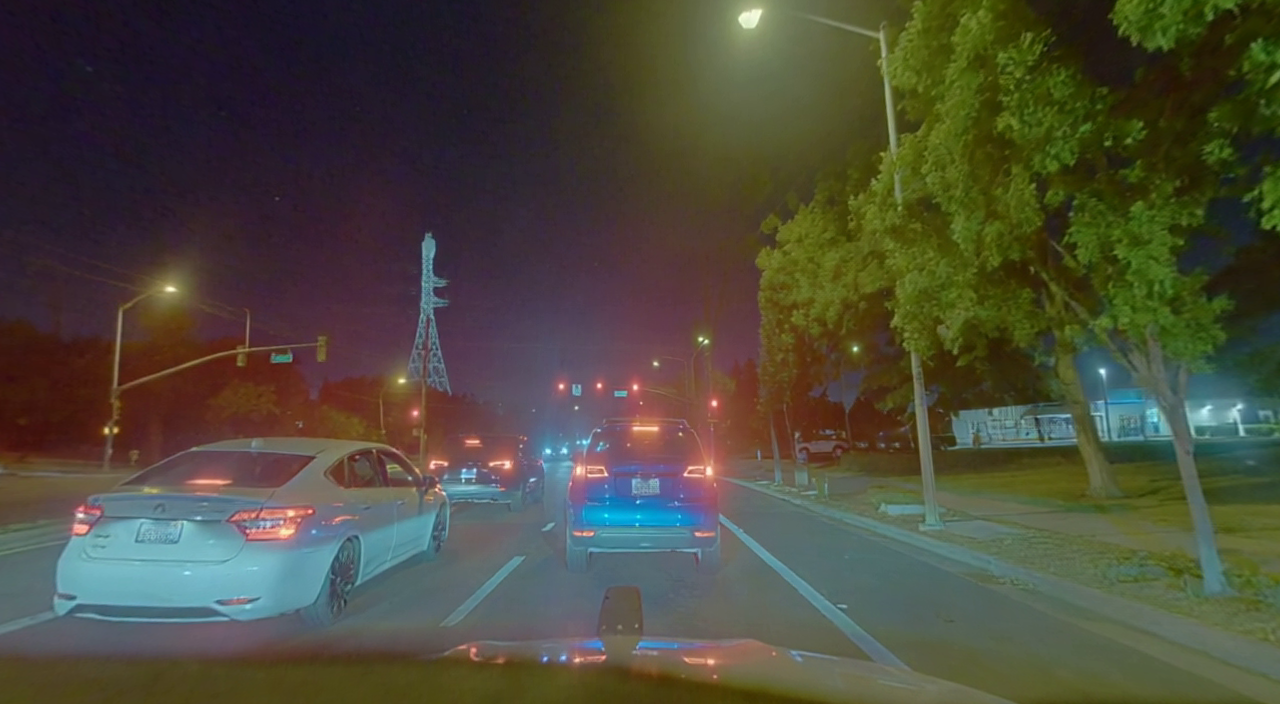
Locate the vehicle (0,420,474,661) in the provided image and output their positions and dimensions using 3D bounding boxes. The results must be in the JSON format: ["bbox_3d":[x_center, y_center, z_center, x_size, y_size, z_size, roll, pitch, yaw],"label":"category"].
[{"bbox_3d":[-3.169,1.498,6.214,1.973,1.469,4.448,0,-8,-1],"label":"vehicle"}]

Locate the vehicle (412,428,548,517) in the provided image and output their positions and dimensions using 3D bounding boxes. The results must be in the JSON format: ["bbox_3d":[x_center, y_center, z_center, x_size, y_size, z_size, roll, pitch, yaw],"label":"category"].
[{"bbox_3d":[-3.251,2.518,13.667,1.997,1.636,3.760,0,-8,-1],"label":"vehicle"}]

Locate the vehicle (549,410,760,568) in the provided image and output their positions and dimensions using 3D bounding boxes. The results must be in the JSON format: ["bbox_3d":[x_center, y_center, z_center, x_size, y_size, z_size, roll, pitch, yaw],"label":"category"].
[{"bbox_3d":[0.088,1.768,8.926,2.239,1.661,4.224,0,-8,-2],"label":"vehicle"}]

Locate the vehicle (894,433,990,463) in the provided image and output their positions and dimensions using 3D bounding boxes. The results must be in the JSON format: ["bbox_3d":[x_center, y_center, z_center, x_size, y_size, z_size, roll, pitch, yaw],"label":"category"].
[{"bbox_3d":[15.101,4.800,31.709,3.858,1.437,1.899,0,-8,-4],"label":"vehicle"}]
